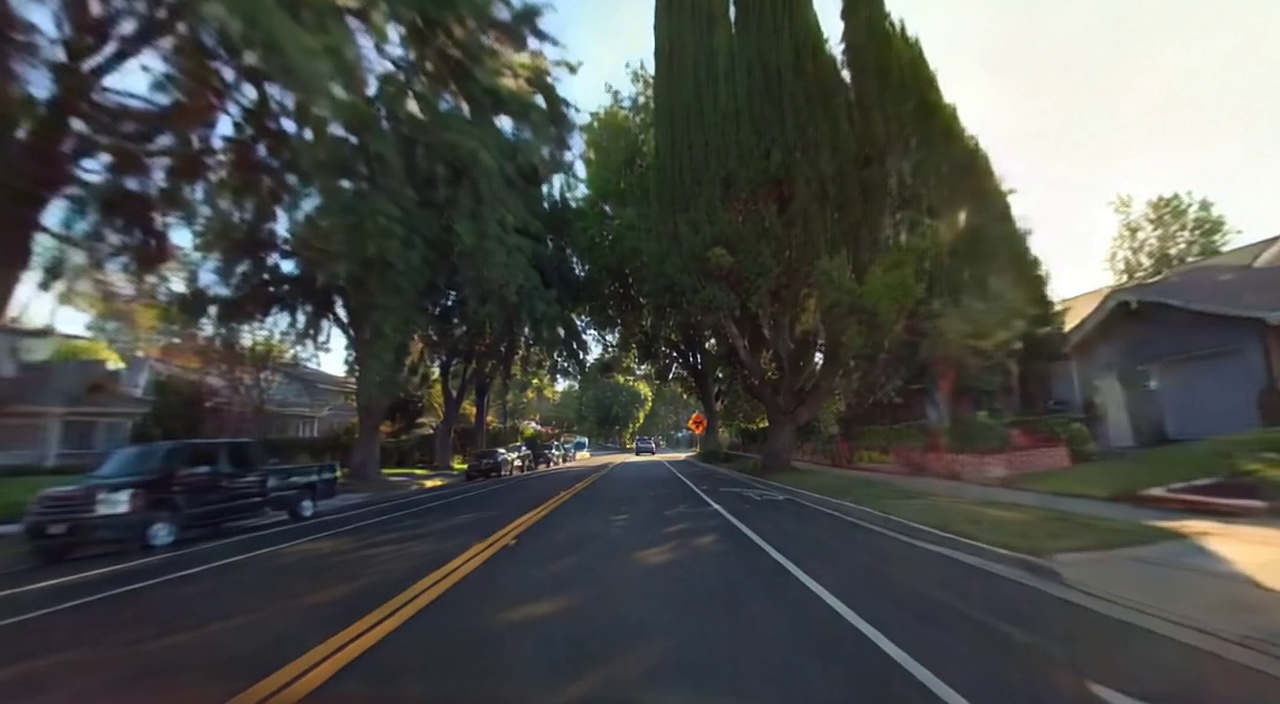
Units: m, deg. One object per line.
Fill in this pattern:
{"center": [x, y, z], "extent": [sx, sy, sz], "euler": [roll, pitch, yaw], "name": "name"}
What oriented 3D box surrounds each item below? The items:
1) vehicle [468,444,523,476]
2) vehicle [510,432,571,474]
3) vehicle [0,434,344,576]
{"center": [-8.463, 6.325, 37.334], "extent": [2.107, 1.745, 4.569], "euler": [0, -8, 1], "name": "vehicle"}
{"center": [-5.829, 6.030, 37.804], "extent": [2.517, 2.323, 5.205], "euler": [0, -8, 3], "name": "vehicle"}
{"center": [-8.353, 2.637, 12.331], "extent": [2.422, 1.855, 6.165], "euler": [-4, -7, -3], "name": "vehicle"}
